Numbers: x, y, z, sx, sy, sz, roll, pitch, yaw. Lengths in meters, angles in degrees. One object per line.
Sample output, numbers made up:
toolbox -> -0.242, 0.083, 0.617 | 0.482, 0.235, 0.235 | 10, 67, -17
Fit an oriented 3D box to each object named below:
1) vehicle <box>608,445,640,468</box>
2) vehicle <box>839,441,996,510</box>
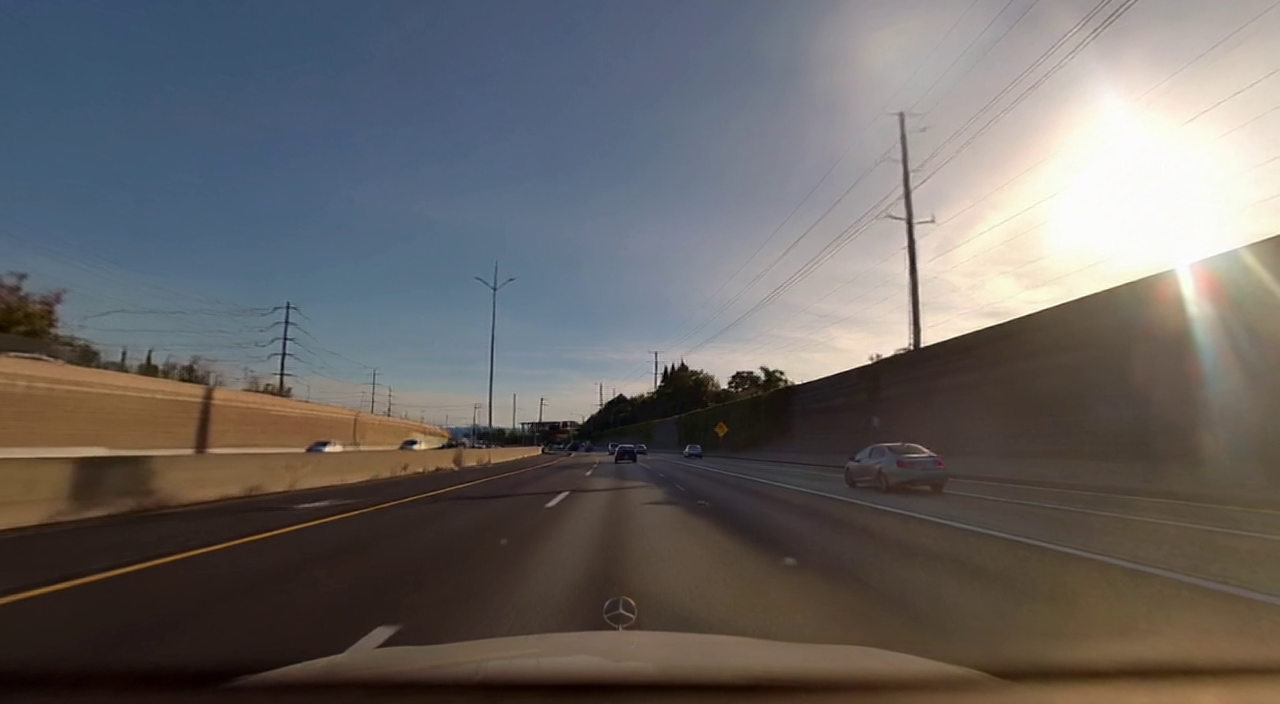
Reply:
vehicle -> -1.124, 7.036, 42.866 | 2.109, 1.489, 4.027 | 0, -9, -3
vehicle -> 6.656, 2.978, 15.762 | 1.876, 1.451, 4.154 | 0, -9, -2
